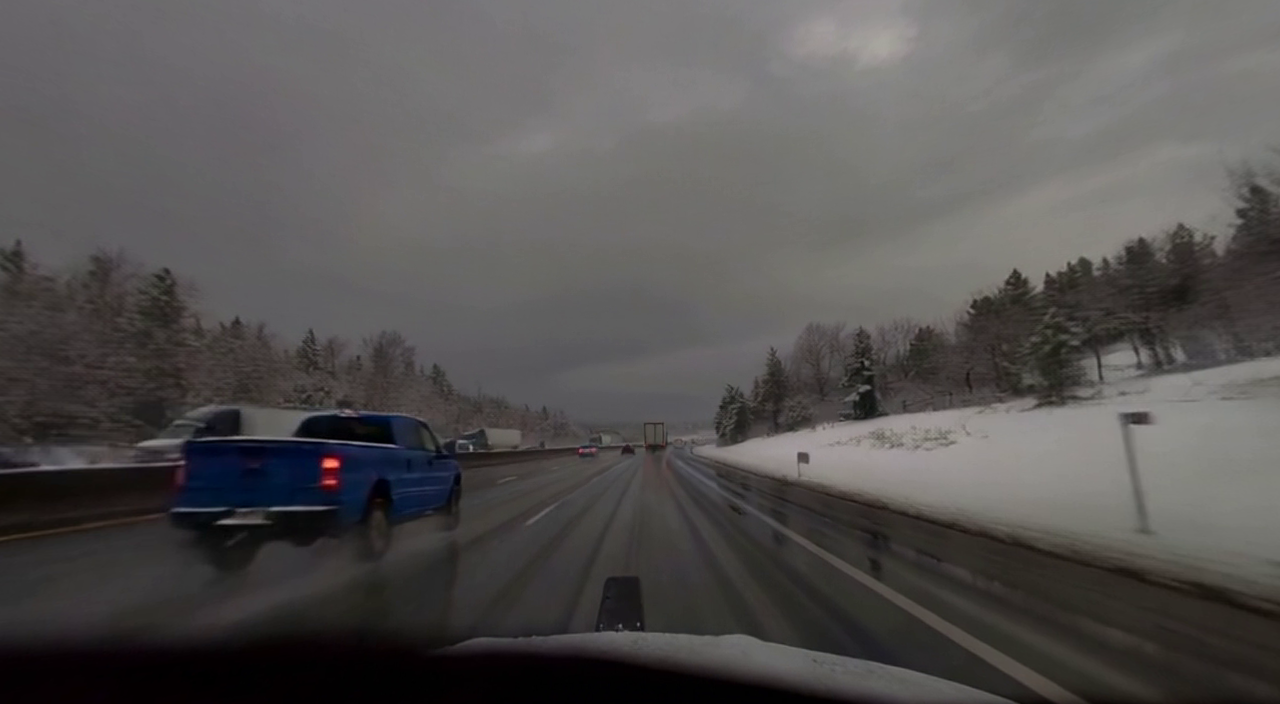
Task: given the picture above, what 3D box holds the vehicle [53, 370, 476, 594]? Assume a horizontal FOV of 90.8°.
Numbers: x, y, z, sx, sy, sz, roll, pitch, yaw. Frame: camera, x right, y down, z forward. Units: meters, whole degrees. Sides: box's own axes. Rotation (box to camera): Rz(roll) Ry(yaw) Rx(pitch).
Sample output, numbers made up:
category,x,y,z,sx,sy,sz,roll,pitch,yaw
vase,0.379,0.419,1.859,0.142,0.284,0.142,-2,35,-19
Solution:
category,x,y,z,sx,sy,sz,roll,pitch,yaw
vehicle,-3.959,1.526,8.186,2.216,1.949,5.237,0,-9,0
